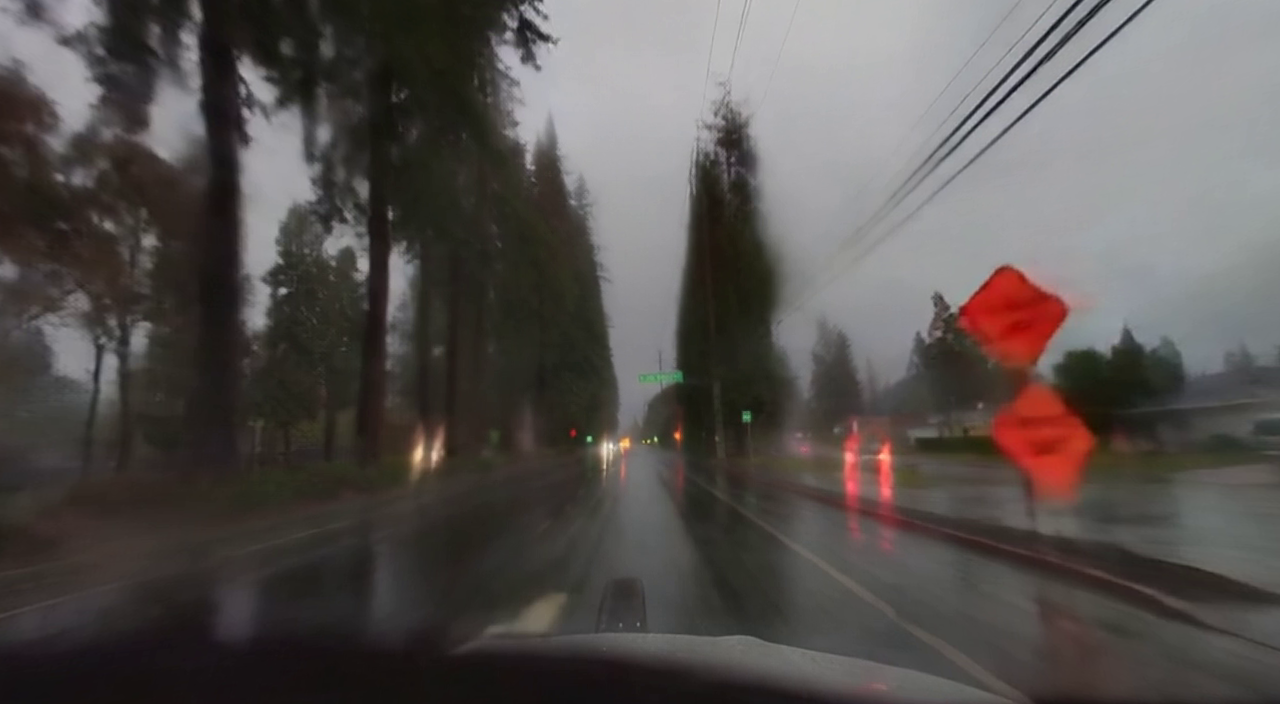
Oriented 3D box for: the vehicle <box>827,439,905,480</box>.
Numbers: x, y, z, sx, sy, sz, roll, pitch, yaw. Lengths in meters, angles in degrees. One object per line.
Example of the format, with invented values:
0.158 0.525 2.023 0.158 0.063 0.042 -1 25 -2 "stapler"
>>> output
8.673 4.152 24.587 1.733 1.449 3.764 0 -9 1 "vehicle"
